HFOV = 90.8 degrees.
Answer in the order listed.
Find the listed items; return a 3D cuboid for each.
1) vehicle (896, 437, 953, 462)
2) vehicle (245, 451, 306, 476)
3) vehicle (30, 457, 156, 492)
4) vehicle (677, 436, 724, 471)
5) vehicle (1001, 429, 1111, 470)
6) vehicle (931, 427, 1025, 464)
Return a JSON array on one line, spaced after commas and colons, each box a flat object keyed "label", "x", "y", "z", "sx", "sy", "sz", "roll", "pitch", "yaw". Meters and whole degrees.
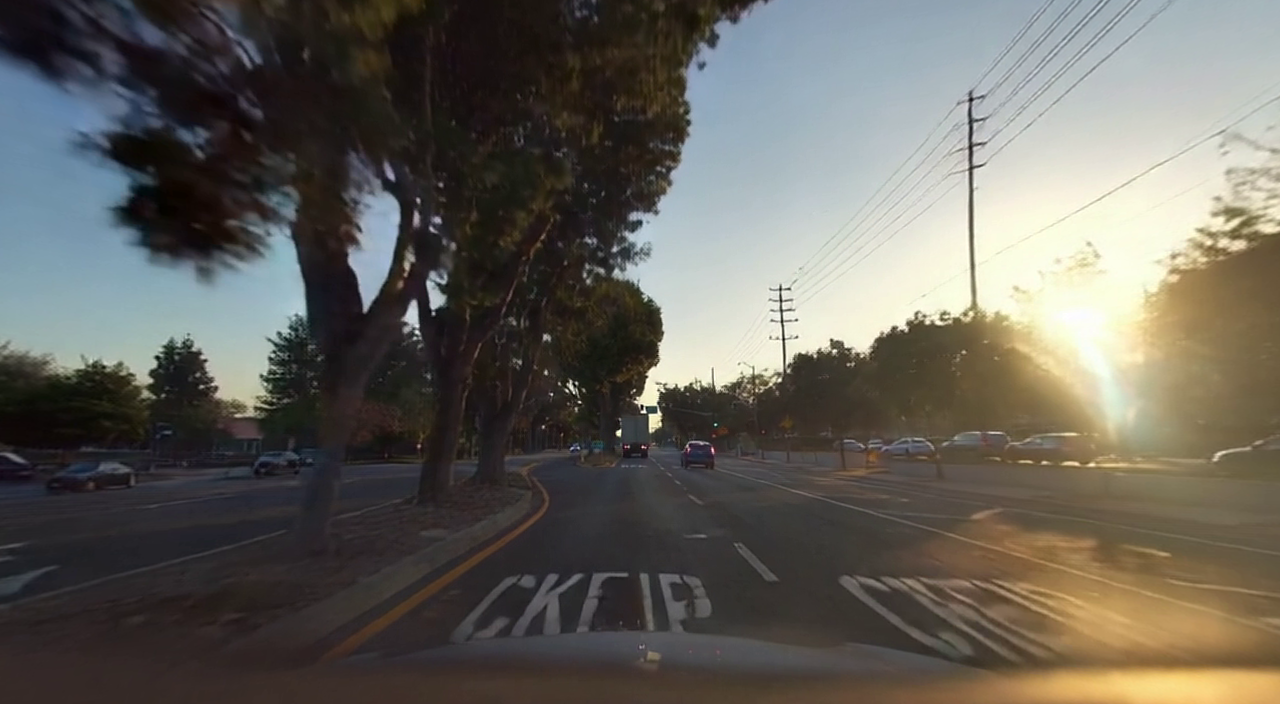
[{"label": "vehicle", "x": 20.584, "y": 7.057, "z": 45.908, "sx": 1.917, "sy": 1.682, "sz": 4.575, "roll": 0, "pitch": -8, "yaw": 0}, {"label": "vehicle", "x": -26.318, "y": 8.030, "z": 45.765, "sx": 2.188, "sy": 1.669, "sz": 4.546, "roll": 1, "pitch": -9, "yaw": -8}, {"label": "vehicle", "x": -26.114, "y": 5.832, "z": 30.439, "sx": 1.883, "sy": 1.482, "sz": 4.779, "roll": 0, "pitch": -8, "yaw": -2}, {"label": "vehicle", "x": 3.329, "y": 5.708, "z": 35.734, "sx": 2.086, "sy": 1.803, "sz": 4.607, "roll": 0, "pitch": -8, "yaw": -1}, {"label": "vehicle", "x": 20.533, "y": 4.850, "z": 31.538, "sx": 1.993, "sy": 1.854, "sz": 5.008, "roll": 0, "pitch": -8, "yaw": -1}, {"label": "vehicle", "x": 20.585, "y": 5.774, "z": 38.869, "sx": 2.529, "sy": 2.086, "sz": 5.902, "roll": 0, "pitch": -9, "yaw": 1}]
